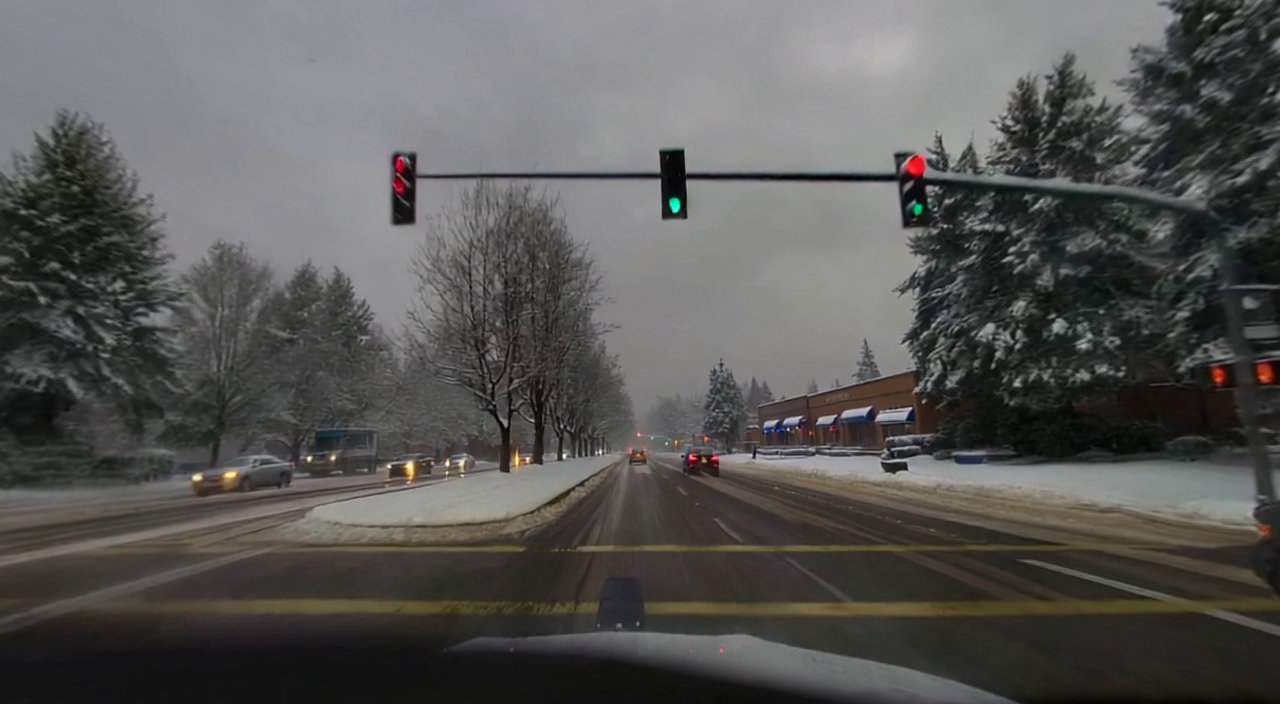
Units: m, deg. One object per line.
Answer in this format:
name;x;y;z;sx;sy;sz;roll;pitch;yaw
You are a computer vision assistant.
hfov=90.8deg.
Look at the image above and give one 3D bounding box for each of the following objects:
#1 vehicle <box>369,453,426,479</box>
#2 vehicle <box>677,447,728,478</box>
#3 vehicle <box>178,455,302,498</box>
vehicle;-15.053;7.099;39.514;1.878;1.515;4.258;0;-9;0
vehicle;3.152;5.670;32.799;1.983;1.482;4.463;0;-9;-2
vehicle;-15.726;4.888;25.203;1.956;1.525;4.576;0;-9;0
